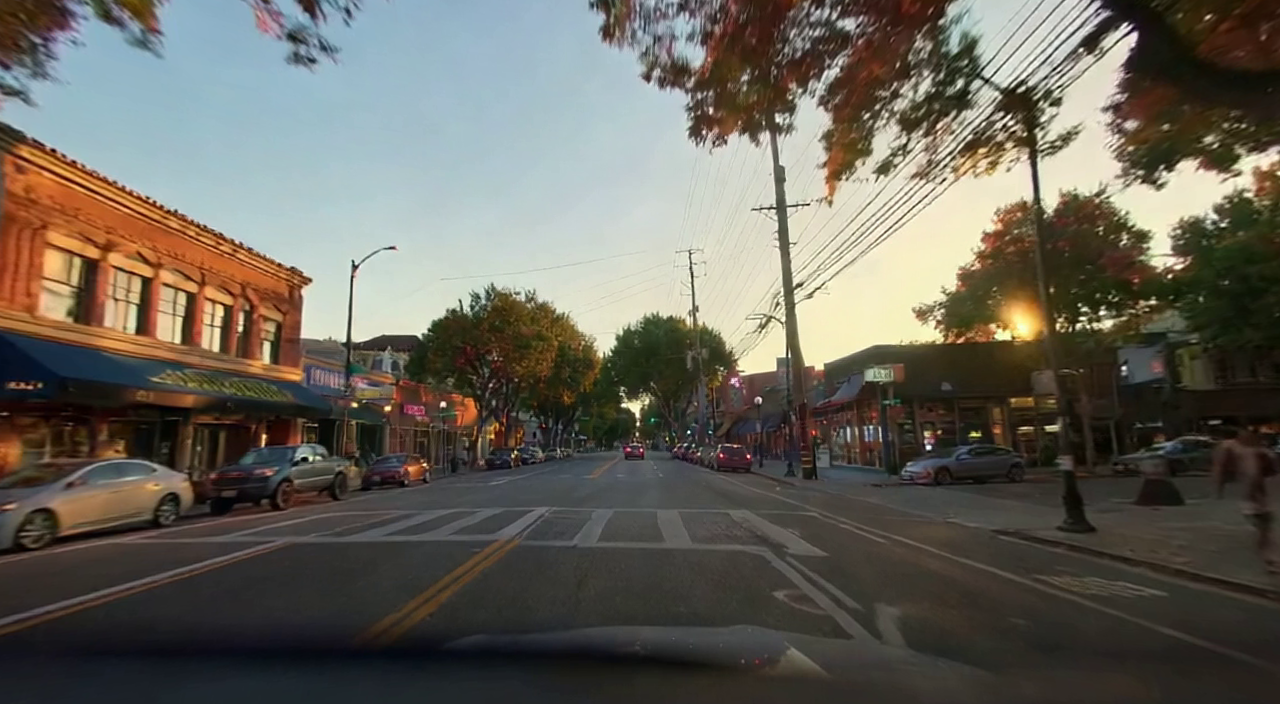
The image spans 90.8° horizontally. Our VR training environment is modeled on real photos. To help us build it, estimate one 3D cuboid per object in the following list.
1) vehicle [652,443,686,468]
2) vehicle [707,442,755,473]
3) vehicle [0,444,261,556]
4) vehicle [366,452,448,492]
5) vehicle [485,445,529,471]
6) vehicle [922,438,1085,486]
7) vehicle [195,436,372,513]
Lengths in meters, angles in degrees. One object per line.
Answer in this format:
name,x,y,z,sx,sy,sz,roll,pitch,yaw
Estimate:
vehicle,1.915,7.008,43.064,1.998,1.580,4.015,0,-8,-2
vehicle,5.474,6.398,38.654,2.042,1.787,5.110,0,-8,-1
vehicle,-9.683,2.568,11.914,2.025,1.555,5.138,0,-8,-2
vehicle,-9.863,5.079,27.233,1.802,1.397,5.226,0,-8,-3
vehicle,-10.066,8.032,48.344,2.081,1.819,5.607,0,-8,1
vehicle,13.035,3.964,22.888,4.563,1.633,2.144,0,-8,-1
vehicle,-9.703,3.339,17.842,2.037,1.826,4.987,0,-8,1
